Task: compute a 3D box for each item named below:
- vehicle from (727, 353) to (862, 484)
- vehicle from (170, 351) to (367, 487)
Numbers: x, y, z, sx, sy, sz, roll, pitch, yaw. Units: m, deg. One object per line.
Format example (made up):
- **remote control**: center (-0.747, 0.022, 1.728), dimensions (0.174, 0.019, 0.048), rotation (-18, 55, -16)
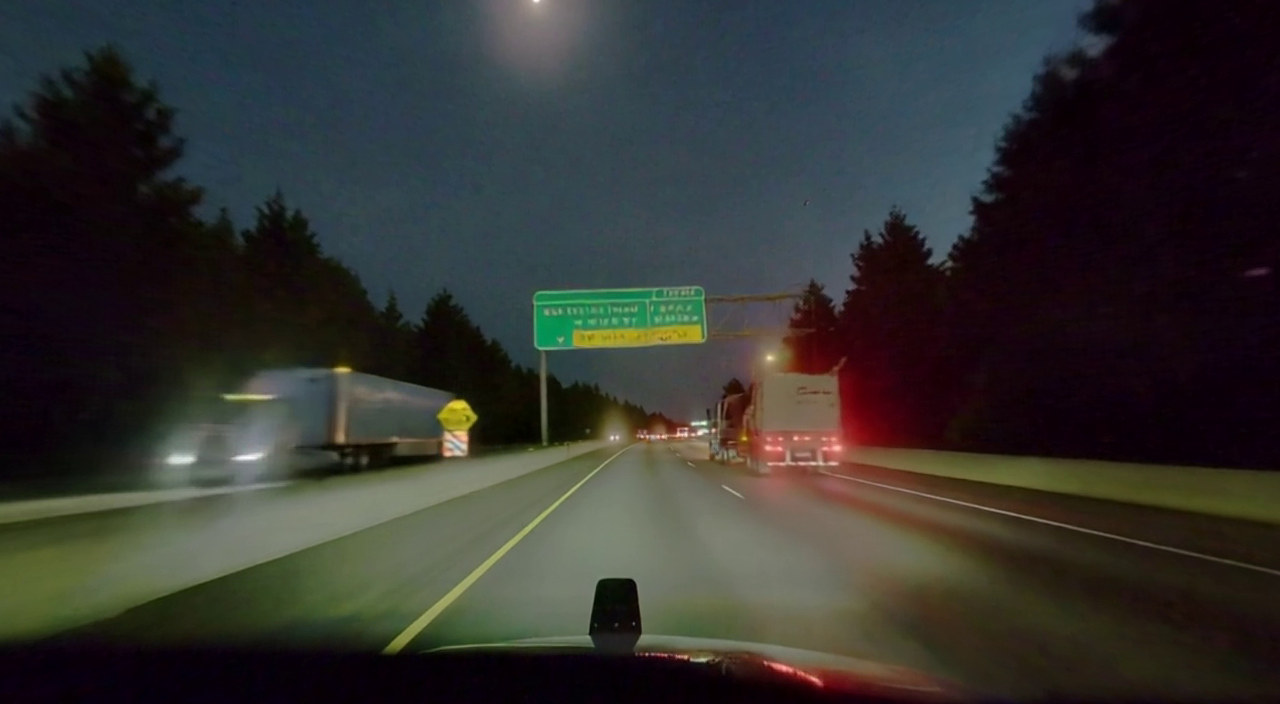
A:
- **vehicle**: center (4.302, 2.027, 18.738), dimensions (2.749, 3.357, 4.979), rotation (0, -8, 1)
- **vehicle**: center (-12.170, 2.340, 21.453), dimensions (3.013, 3.979, 5.795), rotation (0, -8, 0)
